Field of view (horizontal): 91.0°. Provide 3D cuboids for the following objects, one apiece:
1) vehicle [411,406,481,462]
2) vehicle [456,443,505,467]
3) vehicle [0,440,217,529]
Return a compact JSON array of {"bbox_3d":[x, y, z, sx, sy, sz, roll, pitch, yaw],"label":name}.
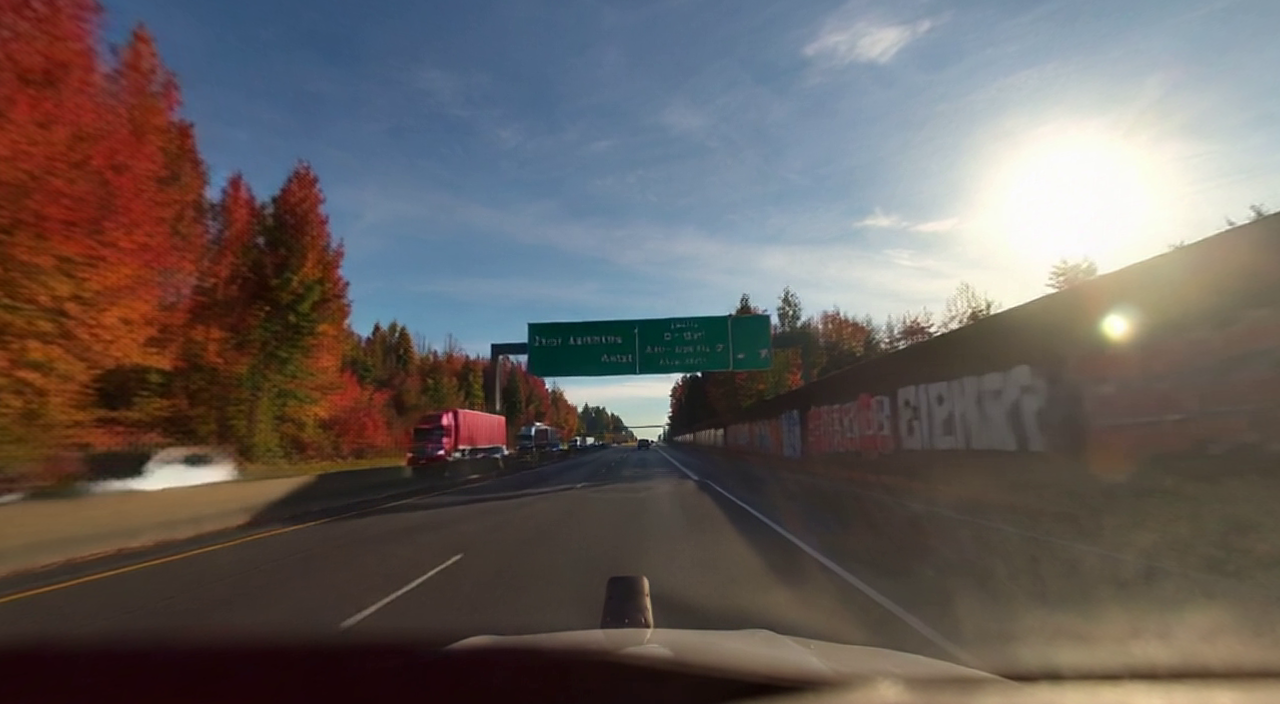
[{"bbox_3d":[-14.986,6.454,49.290,3.079,4.002,7.219,0,-8,0],"label":"vehicle"},{"bbox_3d":[-10.400,6.741,41.364,1.897,1.452,4.508,0,-8,1],"label":"vehicle"},{"bbox_3d":[-10.834,2.530,12.689,1.816,1.494,3.931,0,-8,0],"label":"vehicle"}]
